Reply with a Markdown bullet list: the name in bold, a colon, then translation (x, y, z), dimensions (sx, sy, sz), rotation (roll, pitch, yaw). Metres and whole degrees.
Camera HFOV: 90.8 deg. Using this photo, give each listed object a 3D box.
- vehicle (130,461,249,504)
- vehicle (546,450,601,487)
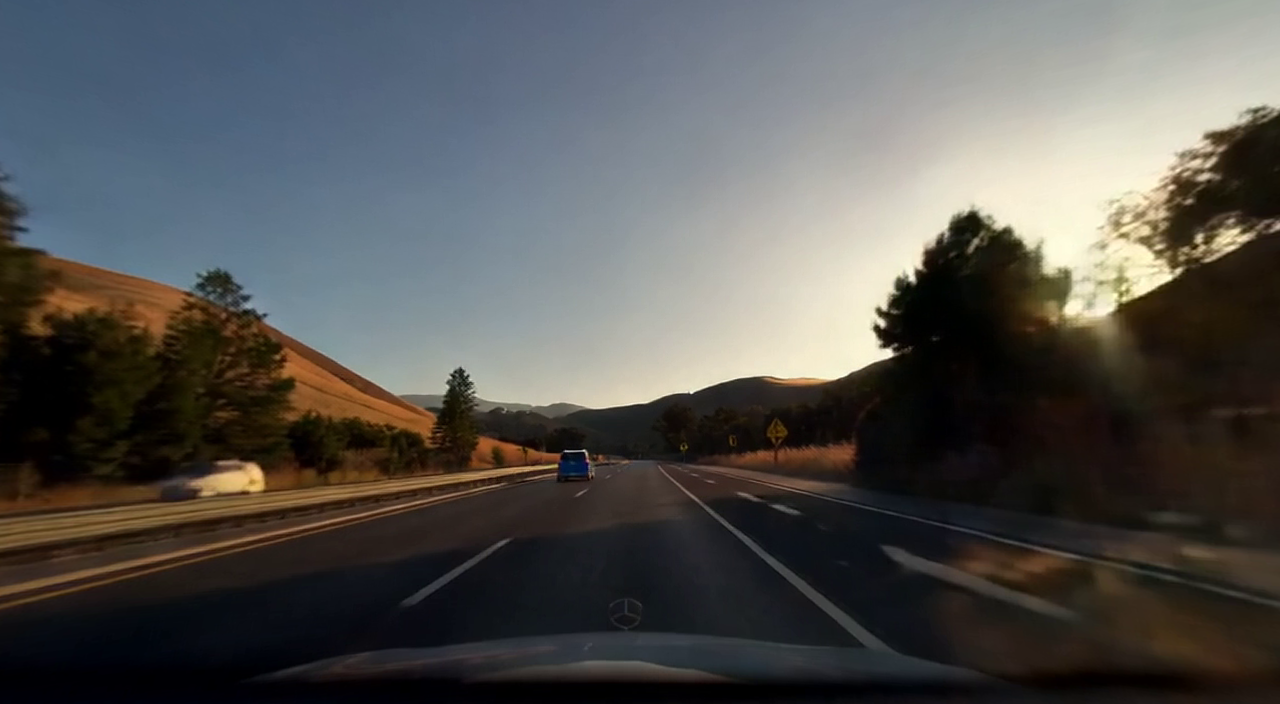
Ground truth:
- **vehicle**: translation (-16.944, 4.908, 23.967), dimensions (1.719, 1.419, 3.715), rotation (0, -9, 1)
- **vehicle**: translation (-3.133, 5.618, 30.671), dimensions (2.053, 1.647, 4.252), rotation (-1, -9, 2)
